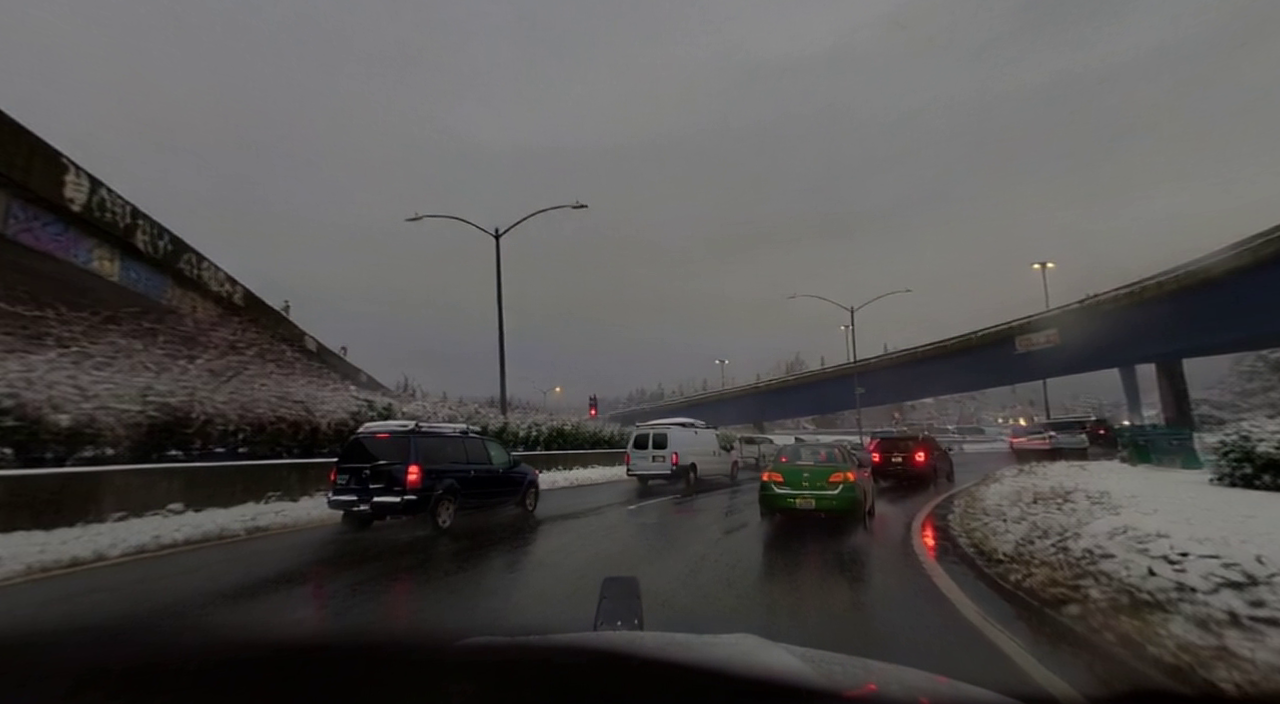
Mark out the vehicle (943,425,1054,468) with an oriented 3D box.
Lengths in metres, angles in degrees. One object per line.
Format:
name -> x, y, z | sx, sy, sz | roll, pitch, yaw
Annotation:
vehicle -> 13.128, 3.463, 22.881 | 3.902, 1.446, 1.780 | 5, -11, -32

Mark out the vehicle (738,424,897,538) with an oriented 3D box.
vehicle -> 3.160, 2.077, 10.628 | 2.064, 1.515, 3.722 | -4, -10, 23

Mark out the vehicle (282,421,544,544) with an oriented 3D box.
vehicle -> -3.363, 2.023, 10.303 | 1.921, 1.554, 4.081 | -3, -9, 17

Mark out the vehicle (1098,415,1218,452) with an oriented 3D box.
vehicle -> 21.865, 3.468, 26.496 | 3.934, 1.485, 1.763 | 2, -9, -13

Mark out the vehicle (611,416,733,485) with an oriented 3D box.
vehicle -> 1.067, 2.953, 18.867 | 1.835, 1.825, 4.005 | -6, -11, 34

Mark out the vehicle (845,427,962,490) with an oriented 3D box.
vehicle -> 7.481, 2.955, 17.579 | 1.830, 1.519, 4.253 | -7, -11, 38
